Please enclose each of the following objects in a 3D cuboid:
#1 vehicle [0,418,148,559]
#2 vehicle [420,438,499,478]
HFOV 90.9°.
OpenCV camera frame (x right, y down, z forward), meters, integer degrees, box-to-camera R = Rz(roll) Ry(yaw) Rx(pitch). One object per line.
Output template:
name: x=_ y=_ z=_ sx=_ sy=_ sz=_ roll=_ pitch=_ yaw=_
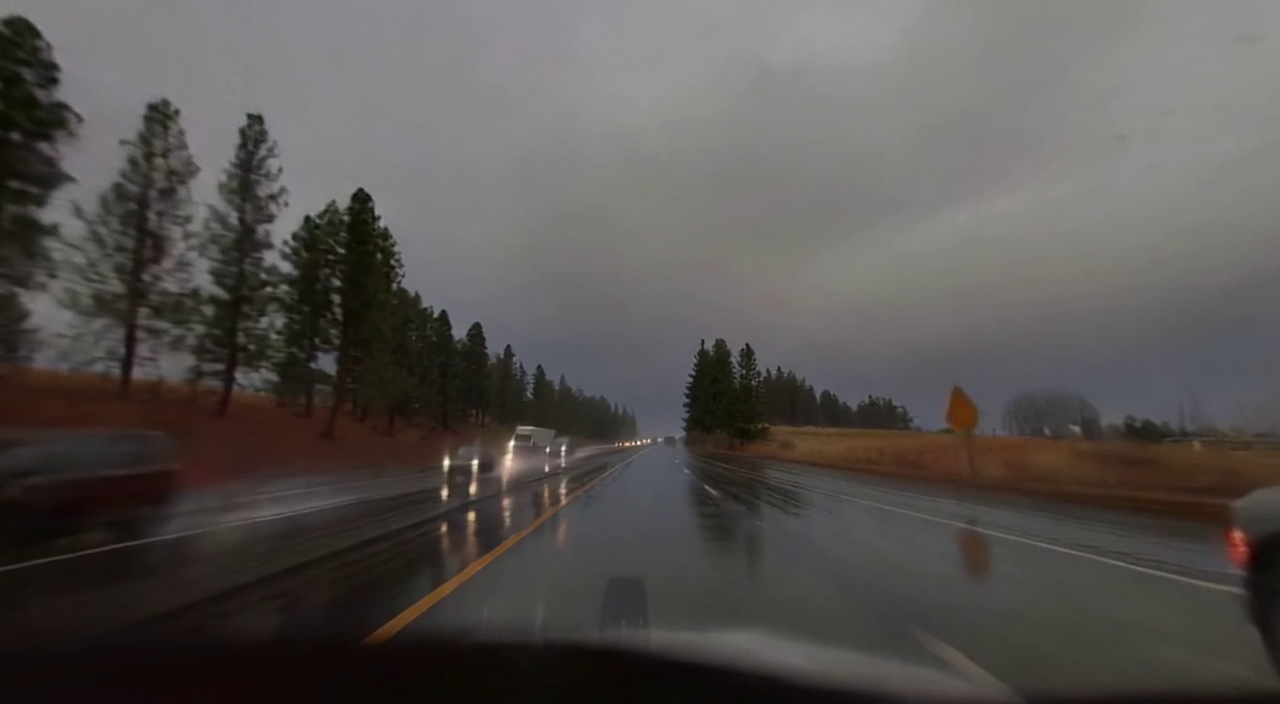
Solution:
vehicle: x=-8.966 y=1.671 z=7.648 sx=2.081 sy=1.720 sz=4.709 roll=-1 pitch=-8 yaw=2
vehicle: x=-8.575 y=5.071 z=30.490 sx=2.287 sy=1.721 sz=4.651 roll=-1 pitch=-8 yaw=2
